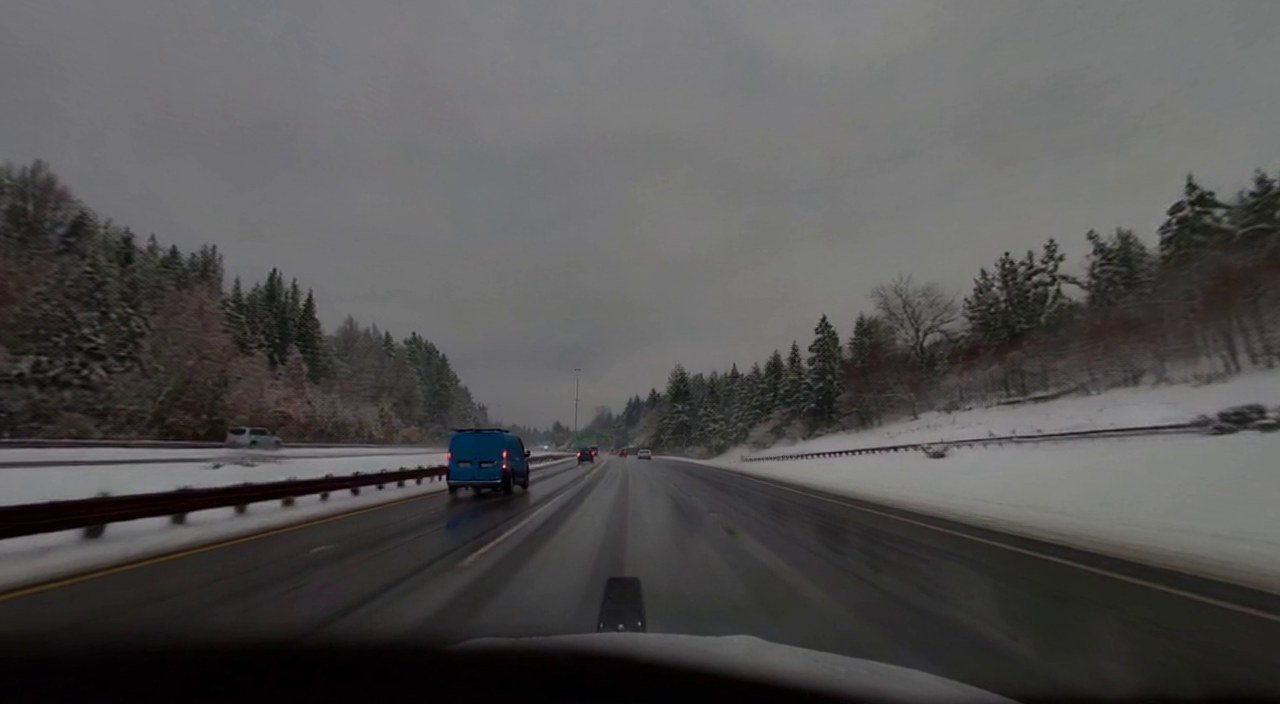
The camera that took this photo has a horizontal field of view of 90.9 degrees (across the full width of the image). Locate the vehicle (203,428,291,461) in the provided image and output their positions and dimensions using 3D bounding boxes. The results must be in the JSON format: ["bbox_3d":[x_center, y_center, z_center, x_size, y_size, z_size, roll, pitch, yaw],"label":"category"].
[{"bbox_3d":[-18.672,4.436,30.141,1.879,1.492,3.607,0,-9,0],"label":"vehicle"}]

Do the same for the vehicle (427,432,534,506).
[{"bbox_3d":[-4.320,3.241,17.831,1.971,1.795,4.389,0,-9,-1],"label":"vehicle"}]
